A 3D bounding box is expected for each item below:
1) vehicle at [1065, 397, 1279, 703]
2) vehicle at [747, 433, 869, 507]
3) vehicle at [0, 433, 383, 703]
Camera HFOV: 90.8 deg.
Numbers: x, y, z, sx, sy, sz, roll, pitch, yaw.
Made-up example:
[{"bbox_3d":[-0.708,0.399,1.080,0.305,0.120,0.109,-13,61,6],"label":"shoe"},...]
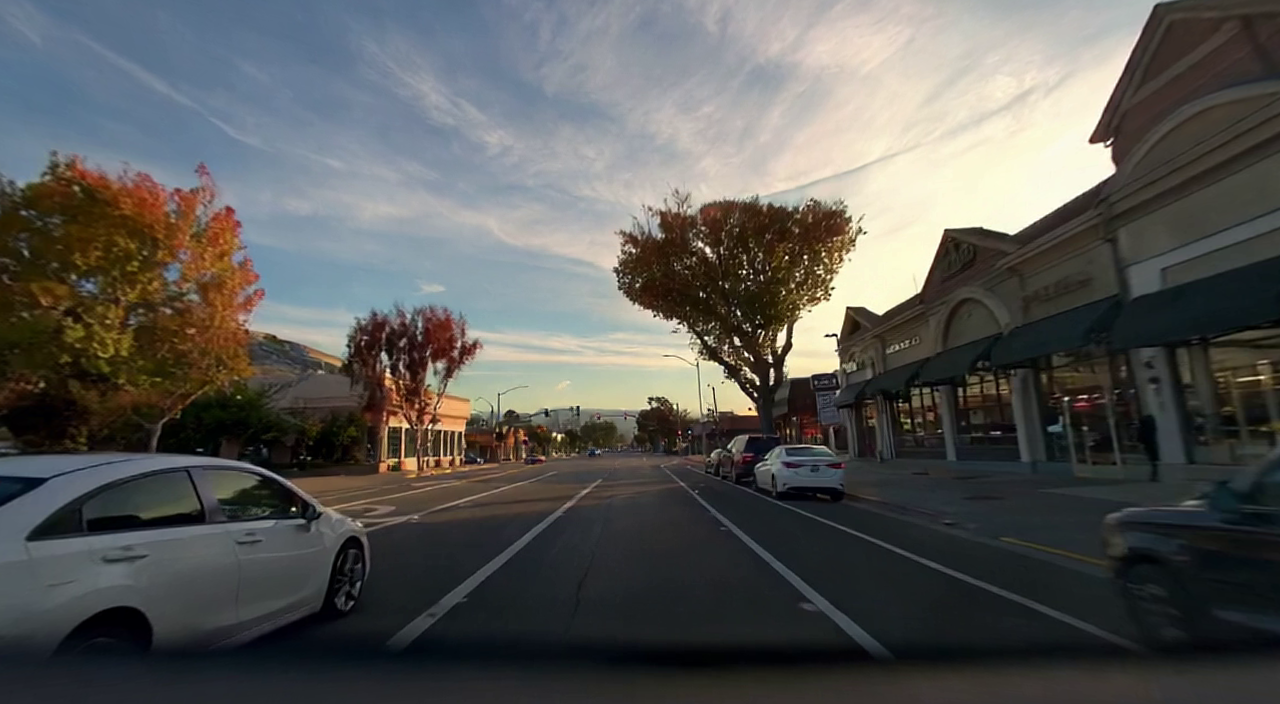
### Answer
[{"bbox_3d":[4.305,0.968,2.689,2.038,1.633,4.166,0,-8,0],"label":"vehicle"},{"bbox_3d":[4.326,3.100,17.155,2.032,1.703,4.650,0,-8,0],"label":"vehicle"},{"bbox_3d":[-3.023,1.094,2.767,1.874,1.424,4.553,-1,-8,0],"label":"vehicle"}]
